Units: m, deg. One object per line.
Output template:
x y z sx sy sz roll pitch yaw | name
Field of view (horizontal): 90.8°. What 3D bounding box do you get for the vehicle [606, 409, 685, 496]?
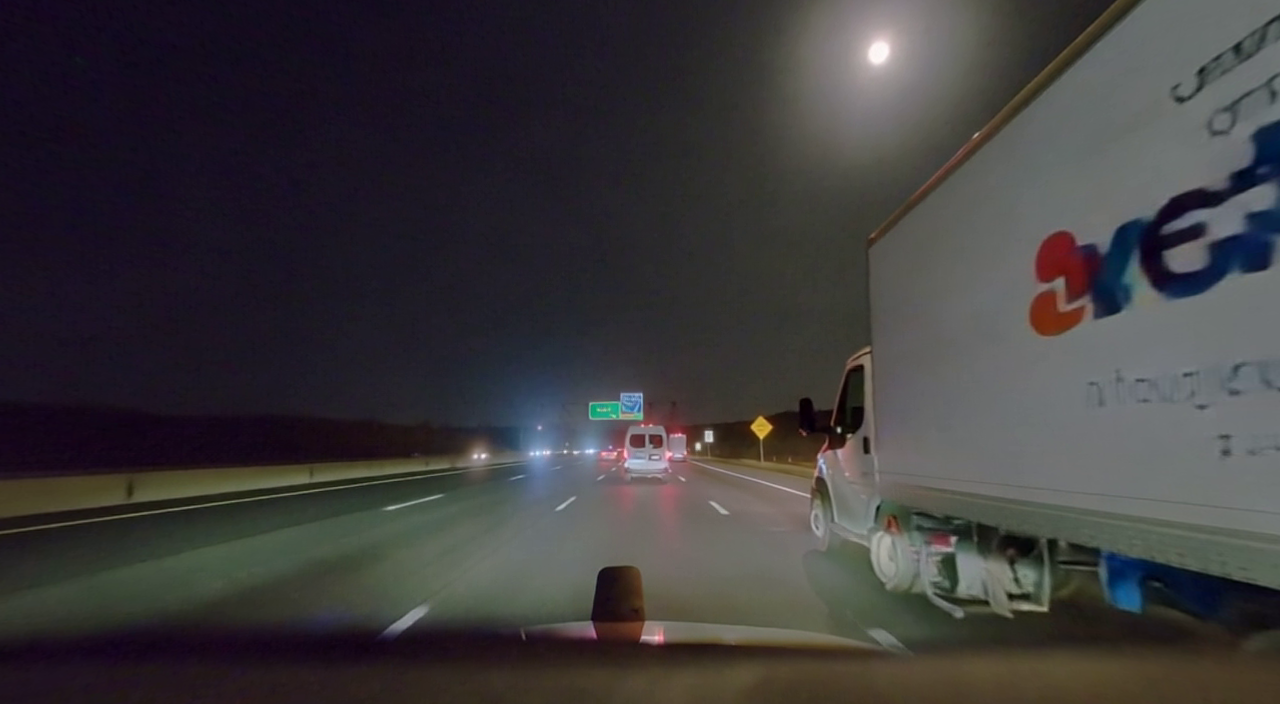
0.068 3.399 21.484 2.332 2.558 5.314 0 -9 -2 | vehicle
